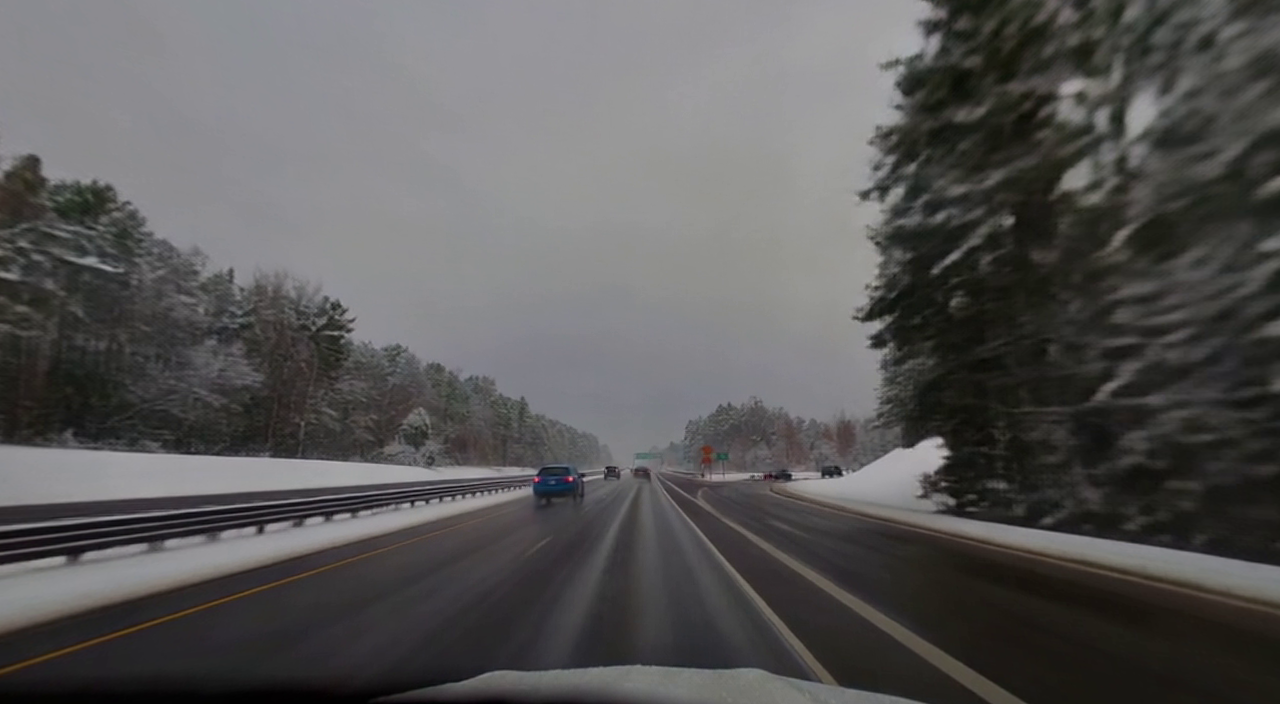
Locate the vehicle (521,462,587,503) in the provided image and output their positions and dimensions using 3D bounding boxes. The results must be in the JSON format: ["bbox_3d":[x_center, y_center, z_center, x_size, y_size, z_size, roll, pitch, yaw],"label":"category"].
[{"bbox_3d":[-3.509,5.470,26.555,2.047,1.523,4.279,1,-11,1],"label":"vehicle"}]

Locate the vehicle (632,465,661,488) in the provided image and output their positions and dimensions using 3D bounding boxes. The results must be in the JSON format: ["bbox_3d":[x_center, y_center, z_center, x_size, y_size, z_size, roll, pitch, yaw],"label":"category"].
[{"bbox_3d":[0.504,9.594,48.589,2.065,1.596,3.869,1,-11,1],"label":"vehicle"}]
